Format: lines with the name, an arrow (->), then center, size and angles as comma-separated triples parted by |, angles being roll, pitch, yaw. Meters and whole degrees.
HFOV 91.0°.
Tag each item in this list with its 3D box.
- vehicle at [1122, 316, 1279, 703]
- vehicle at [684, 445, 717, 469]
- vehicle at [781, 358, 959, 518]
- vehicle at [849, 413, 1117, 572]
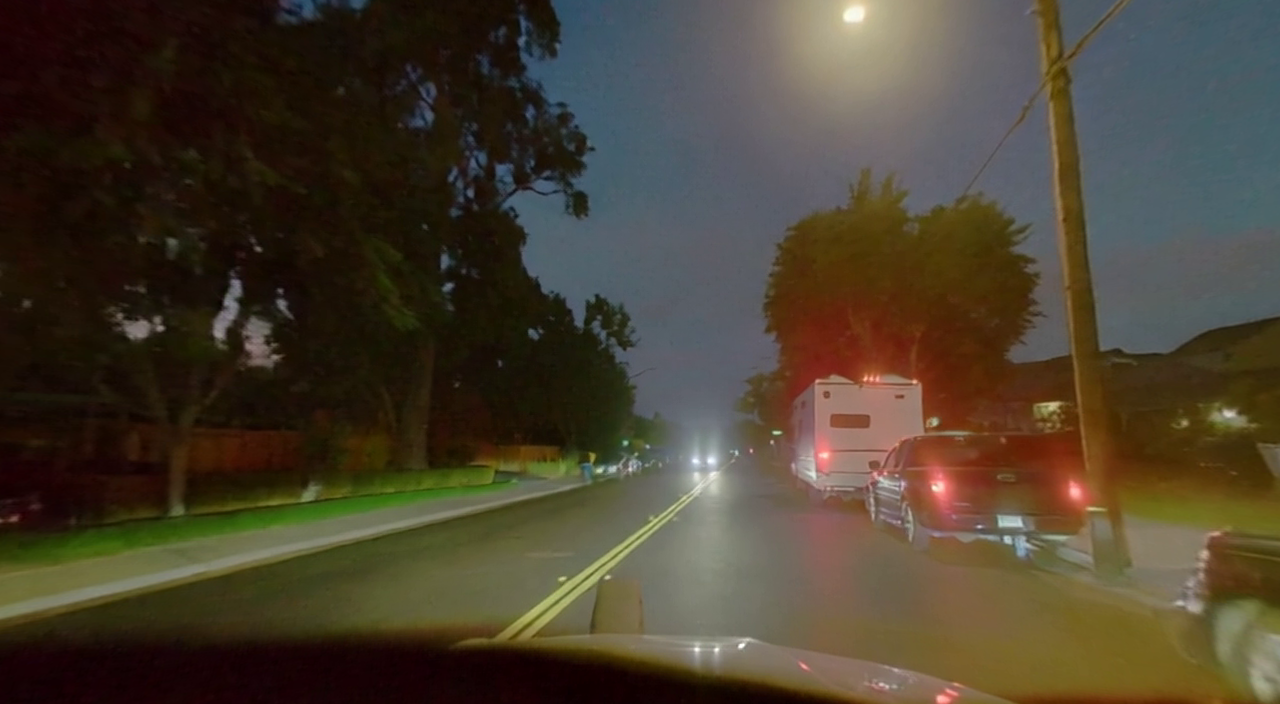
vehicle -> 3.323, 0.500, 0.450 | 2.182, 1.785, 5.726 | 0, -8, 9
vehicle -> 4.730, 8.133, 48.789 | 2.194, 1.763, 4.288 | -2, -9, 10
vehicle -> 6.235, 2.695, 19.368 | 3.052, 3.440, 11.052 | -2, -9, 10
vehicle -> 4.703, 1.963, 9.605 | 1.980, 1.782, 4.627 | -2, -9, 8
